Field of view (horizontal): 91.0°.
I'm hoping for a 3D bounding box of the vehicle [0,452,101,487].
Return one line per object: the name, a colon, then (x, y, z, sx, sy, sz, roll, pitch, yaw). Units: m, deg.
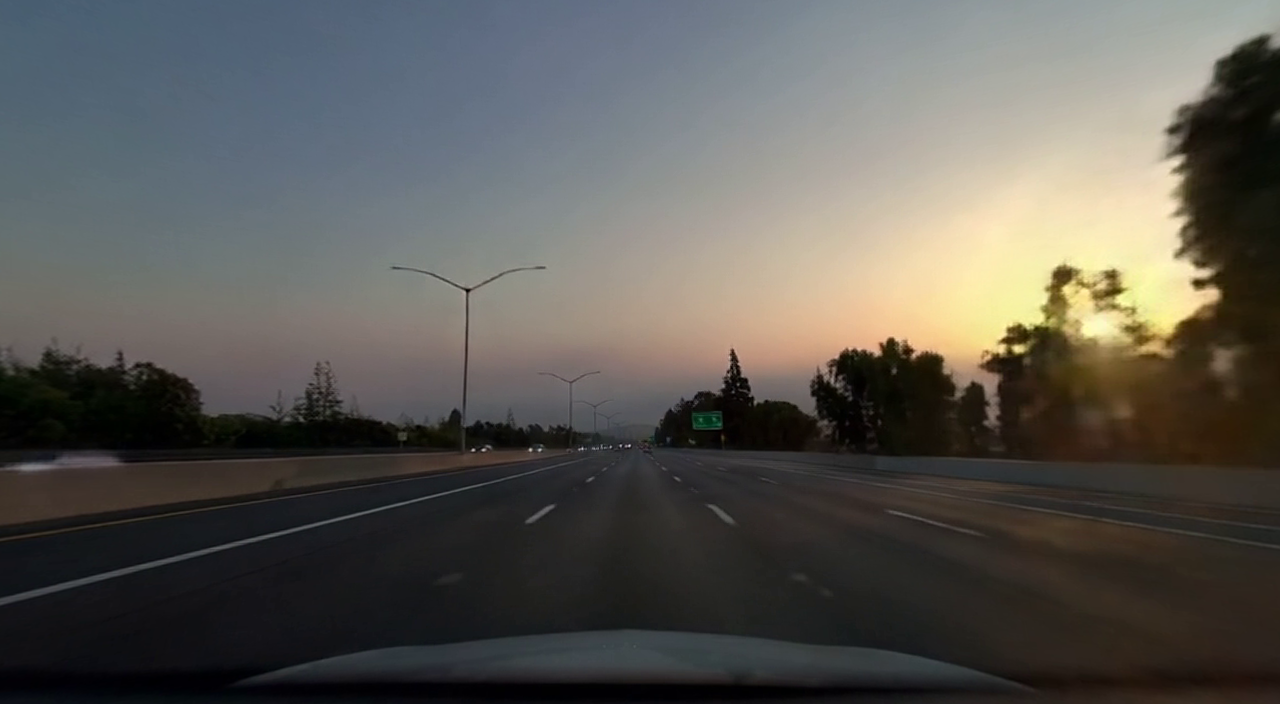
vehicle: (-28.963, 5.623, 30.437, 1.840, 1.518, 4.430, 0, -9, 0)
